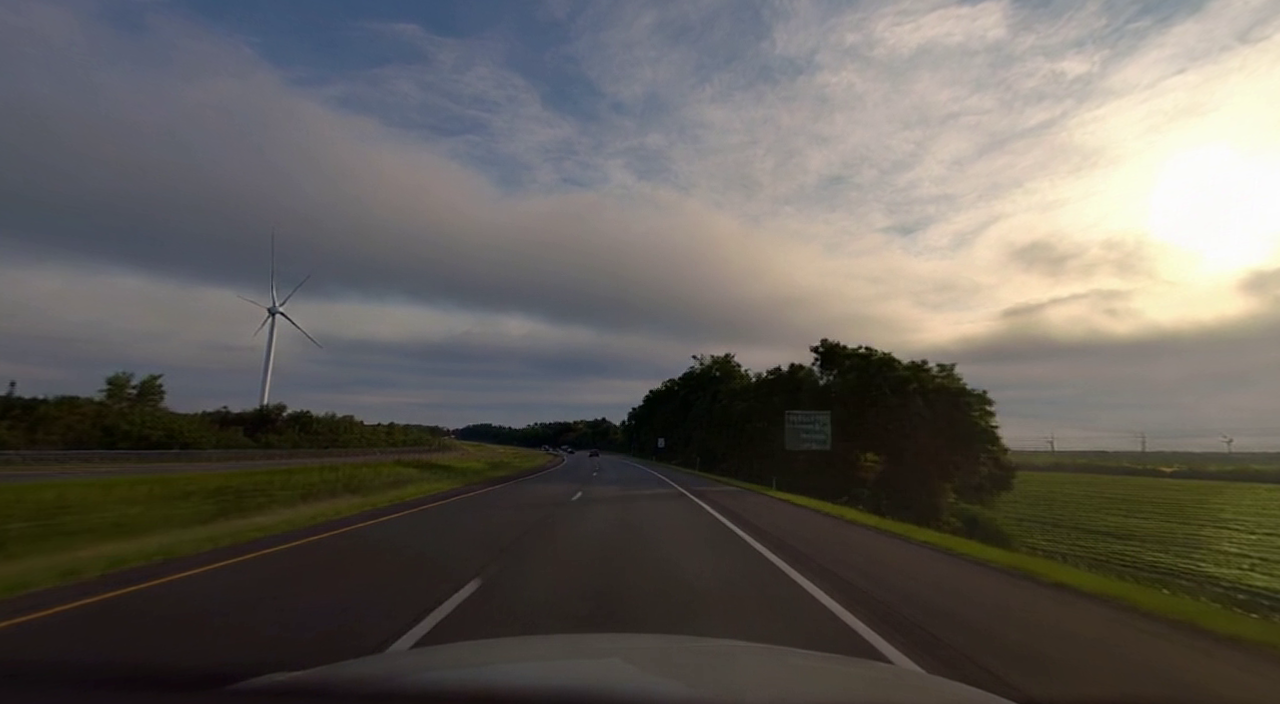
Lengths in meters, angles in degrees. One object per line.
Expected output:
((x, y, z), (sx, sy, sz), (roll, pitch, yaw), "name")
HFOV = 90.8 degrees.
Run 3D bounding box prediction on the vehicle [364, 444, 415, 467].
((-17.589, 7.293, 44.550), (1.879, 1.547, 4.378), (0, -9, -2), "vehicle")
